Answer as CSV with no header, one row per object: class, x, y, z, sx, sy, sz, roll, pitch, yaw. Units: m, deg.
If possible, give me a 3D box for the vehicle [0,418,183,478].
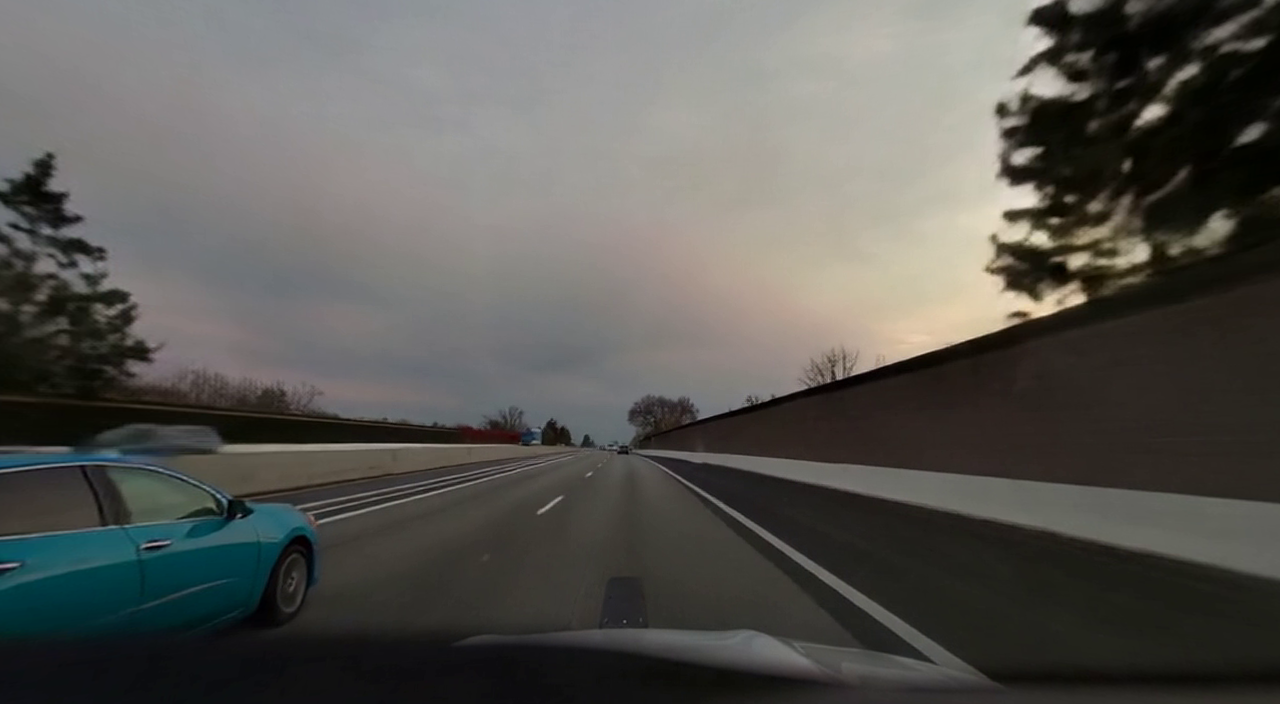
vehicle,-15.788,2.759,18.129,1.815,1.497,4.437,0,-8,-1
